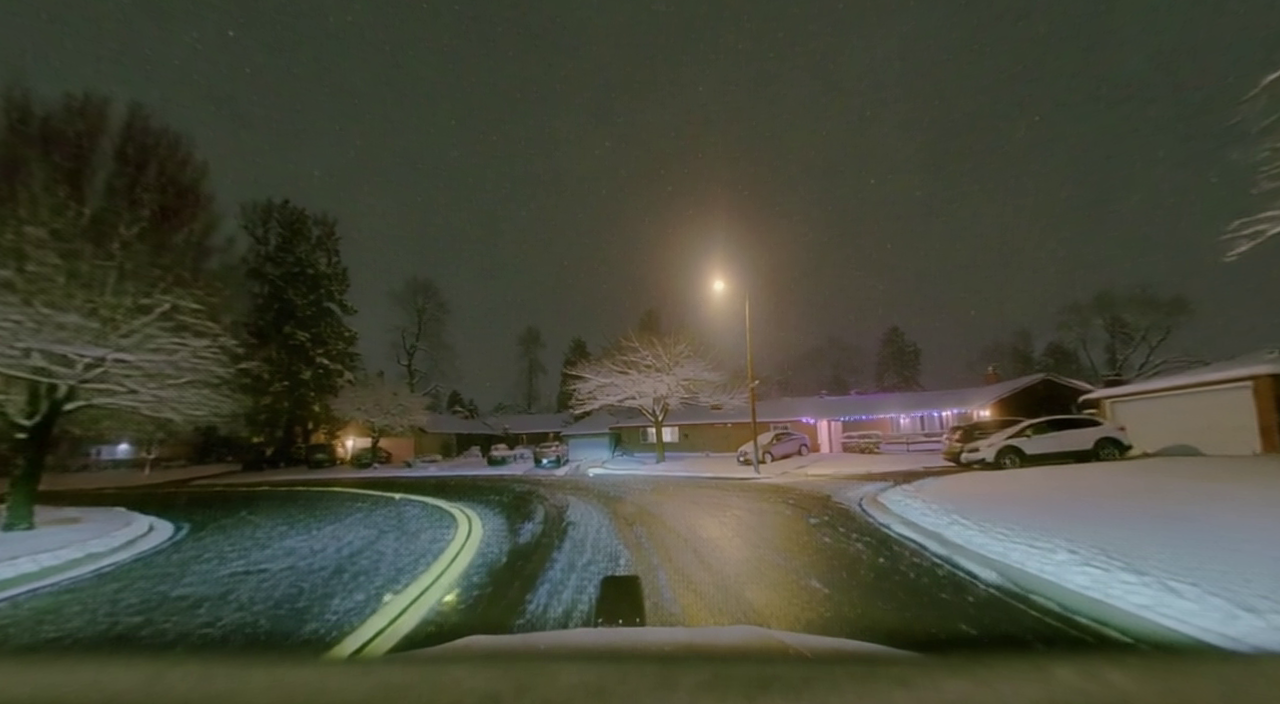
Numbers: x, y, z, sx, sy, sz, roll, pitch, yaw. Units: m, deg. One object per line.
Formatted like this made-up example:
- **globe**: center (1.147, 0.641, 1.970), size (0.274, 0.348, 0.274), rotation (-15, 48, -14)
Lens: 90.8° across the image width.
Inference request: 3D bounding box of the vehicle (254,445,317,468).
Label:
- **vehicle**: center (-24.703, 7.259, 44.177), size (1.933, 1.477, 4.361), rotation (0, -9, -2)

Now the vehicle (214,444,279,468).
- **vehicle**: center (-27.357, 7.235, 44.131), size (2.042, 1.633, 4.132), rotation (0, -9, -3)

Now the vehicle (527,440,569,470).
- **vehicle**: center (-5.574, 6.278, 38.832), size (1.819, 1.442, 4.329), rotation (0, -4, 2)

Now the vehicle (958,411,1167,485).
- **vehicle**: center (11.693, 2.713, 17.761), size (4.327, 1.573, 1.967), rotation (-5, -10, -1)

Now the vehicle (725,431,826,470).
- **vehicle**: center (6.916, 4.958, 32.126), size (4.799, 1.451, 2.144), rotation (-1, -7, -32)
